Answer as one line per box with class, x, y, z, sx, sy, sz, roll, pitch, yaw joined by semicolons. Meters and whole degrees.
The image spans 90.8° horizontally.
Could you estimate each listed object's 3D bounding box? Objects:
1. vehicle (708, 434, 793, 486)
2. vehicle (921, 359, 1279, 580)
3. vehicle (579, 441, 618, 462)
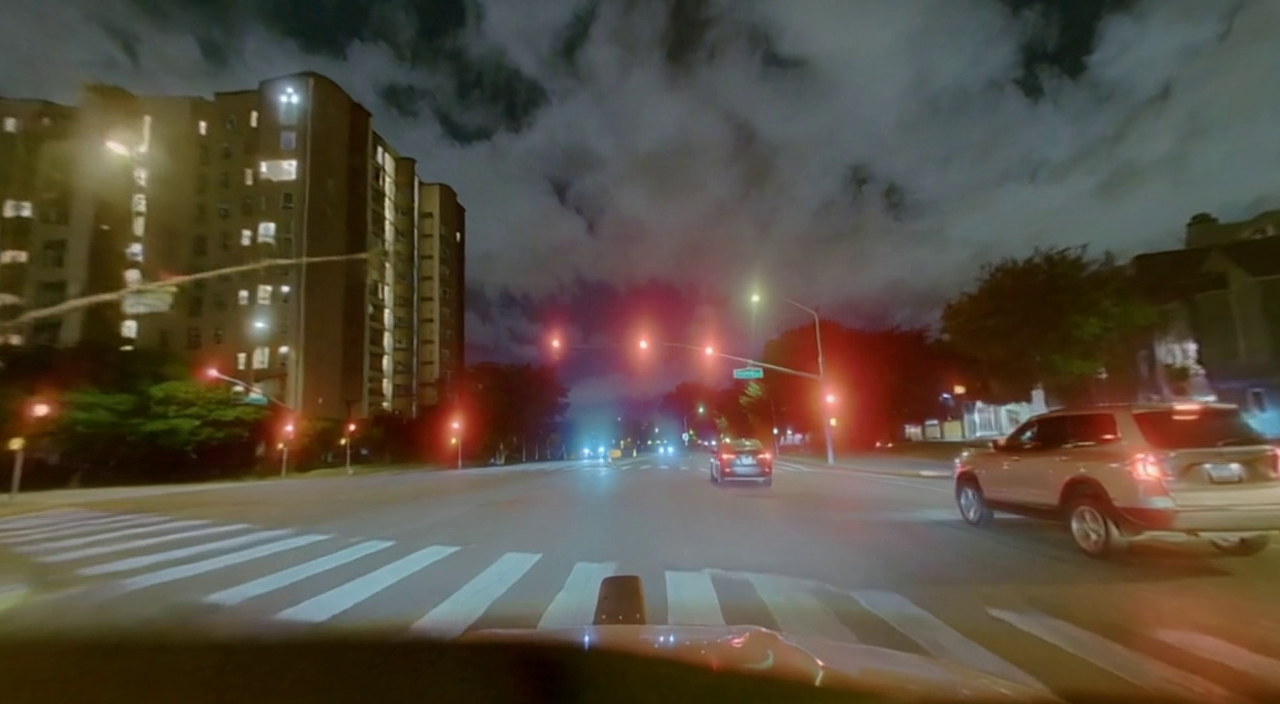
vehicle;3.432;3.455;20.484;2.003;1.480;4.494;0;-8;1
vehicle;6.431;1.495;8.736;2.427;2.017;5.763;0;-8;0
vehicle;-3.016;7.384;47.035;2.032;1.484;4.437;-1;-8;8
